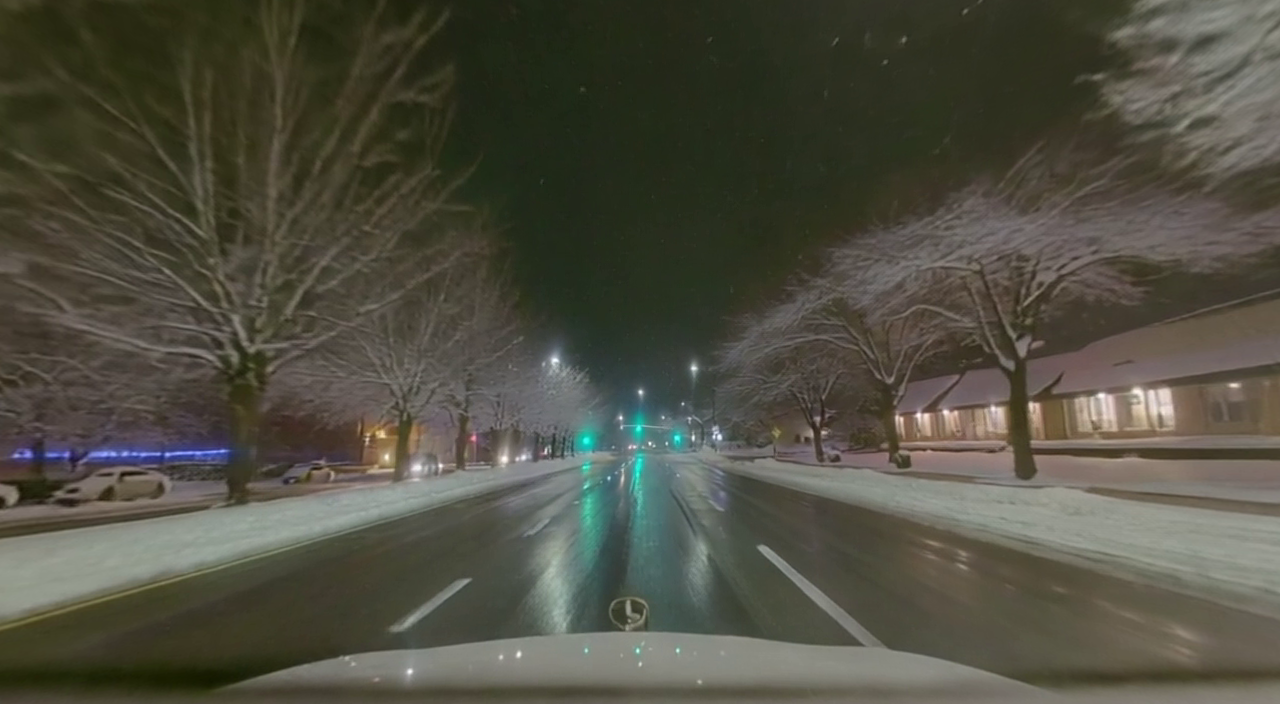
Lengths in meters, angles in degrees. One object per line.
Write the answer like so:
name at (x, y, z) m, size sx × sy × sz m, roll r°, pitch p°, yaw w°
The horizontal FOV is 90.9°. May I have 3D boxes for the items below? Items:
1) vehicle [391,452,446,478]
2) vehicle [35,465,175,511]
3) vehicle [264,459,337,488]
vehicle at (-14.118, 7.175, 40.408) m, size 1.829 × 1.505 × 4.275 m, roll -1°, pitch -8°, yaw 1°
vehicle at (-21.879, 5.547, 26.068) m, size 1.885 × 1.504 × 4.359 m, roll -3°, pitch -9°, yaw 2°
vehicle at (-21.521, 7.693, 40.192) m, size 1.881 × 1.537 × 4.611 m, roll -3°, pitch -9°, yaw 3°
